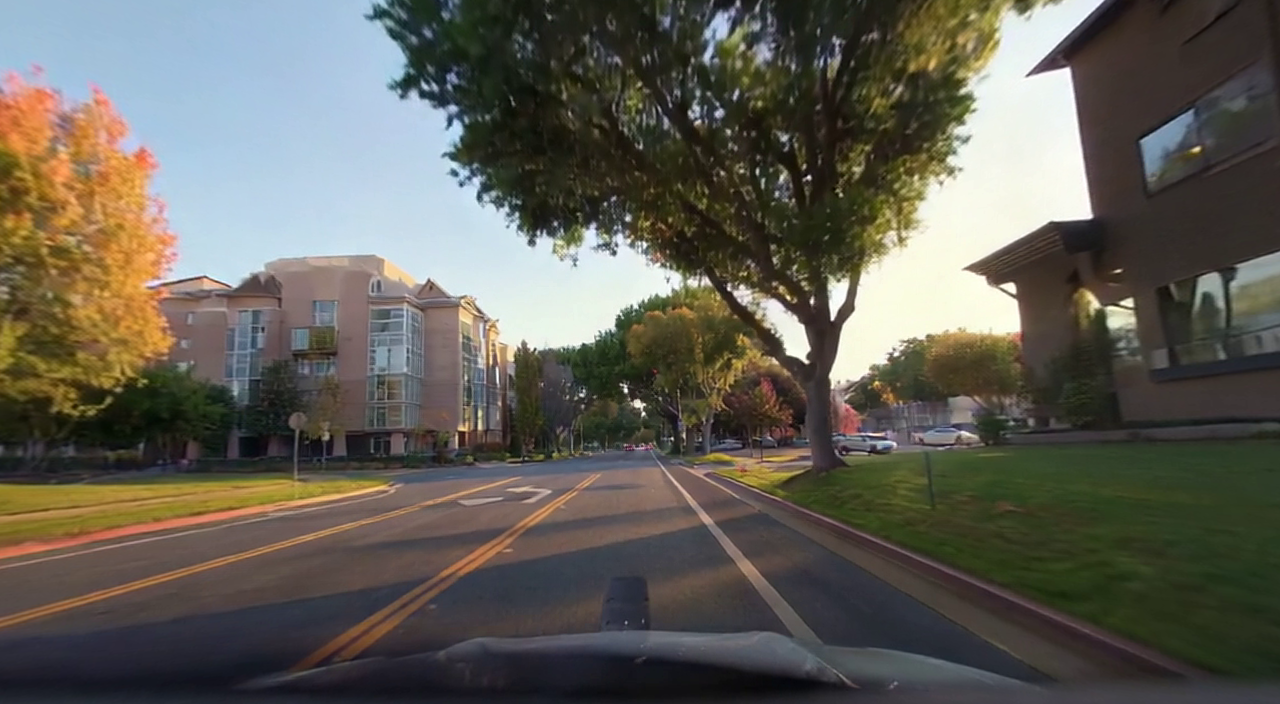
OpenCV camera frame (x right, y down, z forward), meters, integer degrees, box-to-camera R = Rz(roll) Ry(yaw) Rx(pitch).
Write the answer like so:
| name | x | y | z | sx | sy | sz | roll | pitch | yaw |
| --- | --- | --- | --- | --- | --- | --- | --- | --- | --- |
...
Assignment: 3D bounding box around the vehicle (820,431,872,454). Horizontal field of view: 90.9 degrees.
| name | x | y | z | sx | sy | sz | roll | pitch | yaw |
| --- | --- | --- | --- | --- | --- | --- | --- | --- | --- |
| vehicle | 13.752 | 6.102 | 42.380 | 1.927 | 1.464 | 4.644 | 0 | -8 | 0 |
